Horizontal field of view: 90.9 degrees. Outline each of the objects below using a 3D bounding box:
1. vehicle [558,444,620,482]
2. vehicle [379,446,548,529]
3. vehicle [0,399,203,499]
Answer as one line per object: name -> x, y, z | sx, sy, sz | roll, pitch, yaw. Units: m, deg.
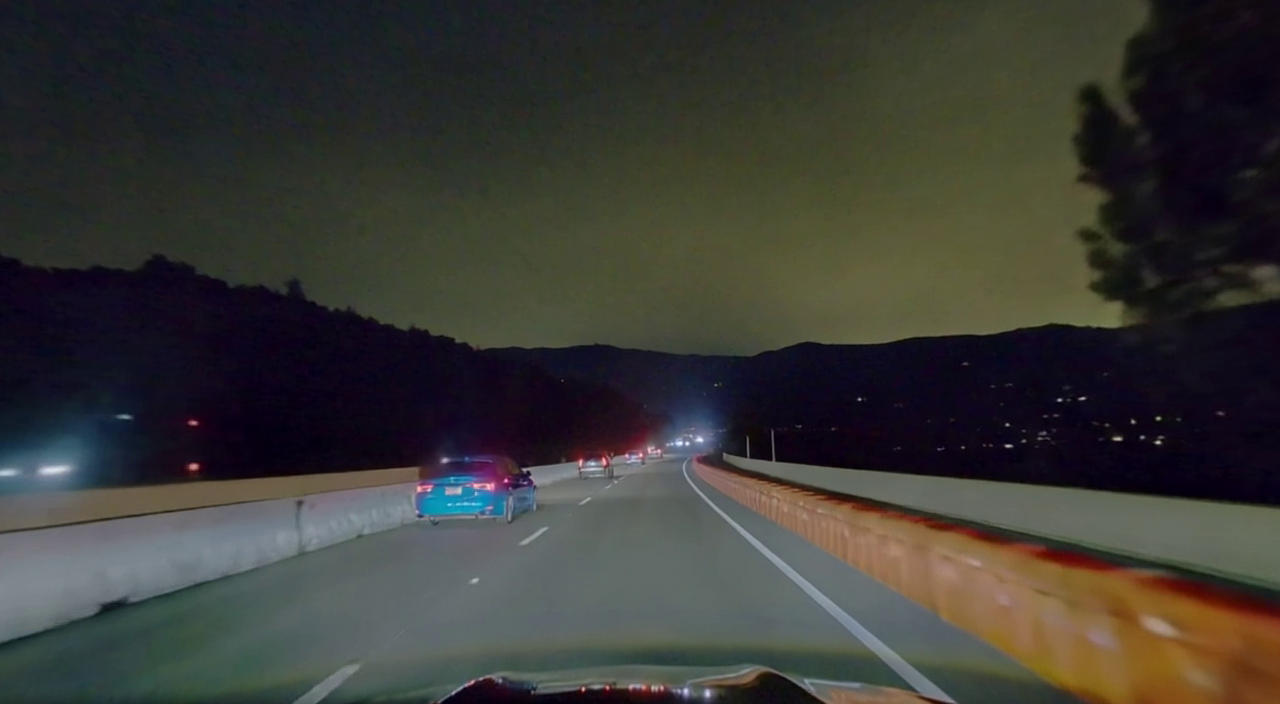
vehicle -> -2.088, 4.747, 27.139 | 2.094, 1.480, 4.124 | -1, -9, 3
vehicle -> -3.161, 2.514, 12.256 | 2.061, 1.330, 3.928 | 0, -9, 1
vehicle -> -17.012, 2.966, 19.374 | 2.367, 2.544, 6.211 | -1, -9, 3
